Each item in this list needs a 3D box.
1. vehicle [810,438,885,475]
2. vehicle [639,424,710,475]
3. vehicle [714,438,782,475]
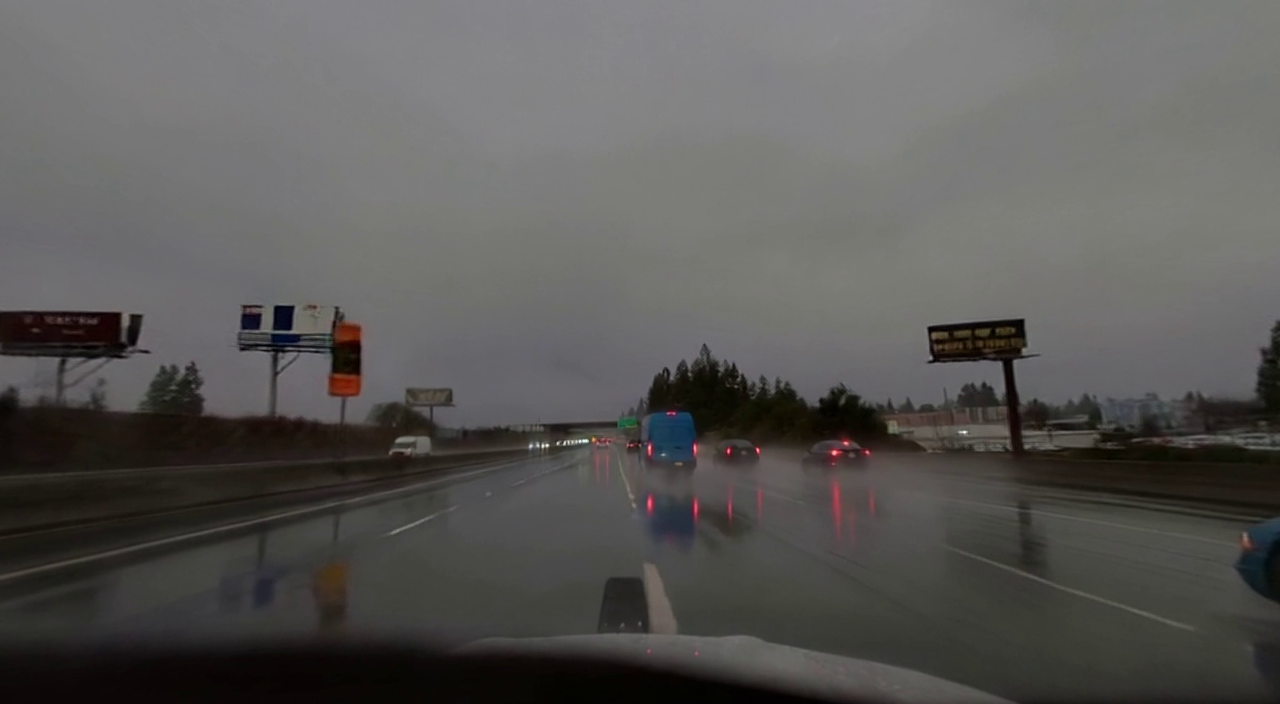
[{"bbox_3d":[8.950,4.522,27.416,1.874,1.496,3.586,0,-8,-4],"label":"vehicle"},{"bbox_3d":[1.402,4.380,28.398,2.546,2.087,5.404,0,-8,-4],"label":"vehicle"},{"bbox_3d":[4.679,4.584,27.786,2.099,1.510,3.784,0,-8,-4],"label":"vehicle"}]
